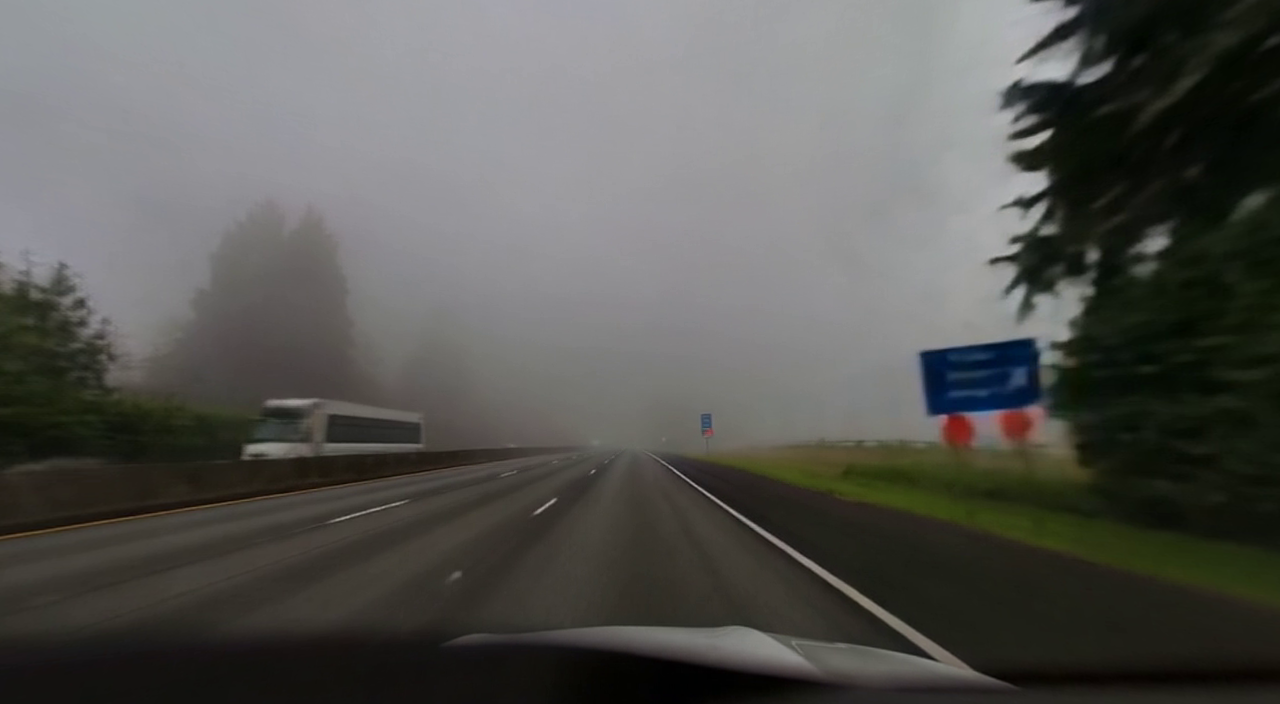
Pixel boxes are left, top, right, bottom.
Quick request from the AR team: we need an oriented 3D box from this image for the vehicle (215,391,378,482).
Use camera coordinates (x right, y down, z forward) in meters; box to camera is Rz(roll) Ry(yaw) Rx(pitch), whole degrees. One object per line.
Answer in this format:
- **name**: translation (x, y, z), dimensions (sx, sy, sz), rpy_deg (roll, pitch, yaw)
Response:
- **vehicle**: translation (-17.308, 4.459, 32.933), dimensions (2.916, 3.960, 9.964), rpy_deg (0, -8, 0)

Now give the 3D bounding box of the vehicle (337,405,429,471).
- **vehicle**: translation (-17.461, 5.955, 43.504), dimensions (3.011, 4.097, 8.046), rpy_deg (0, -8, -1)
